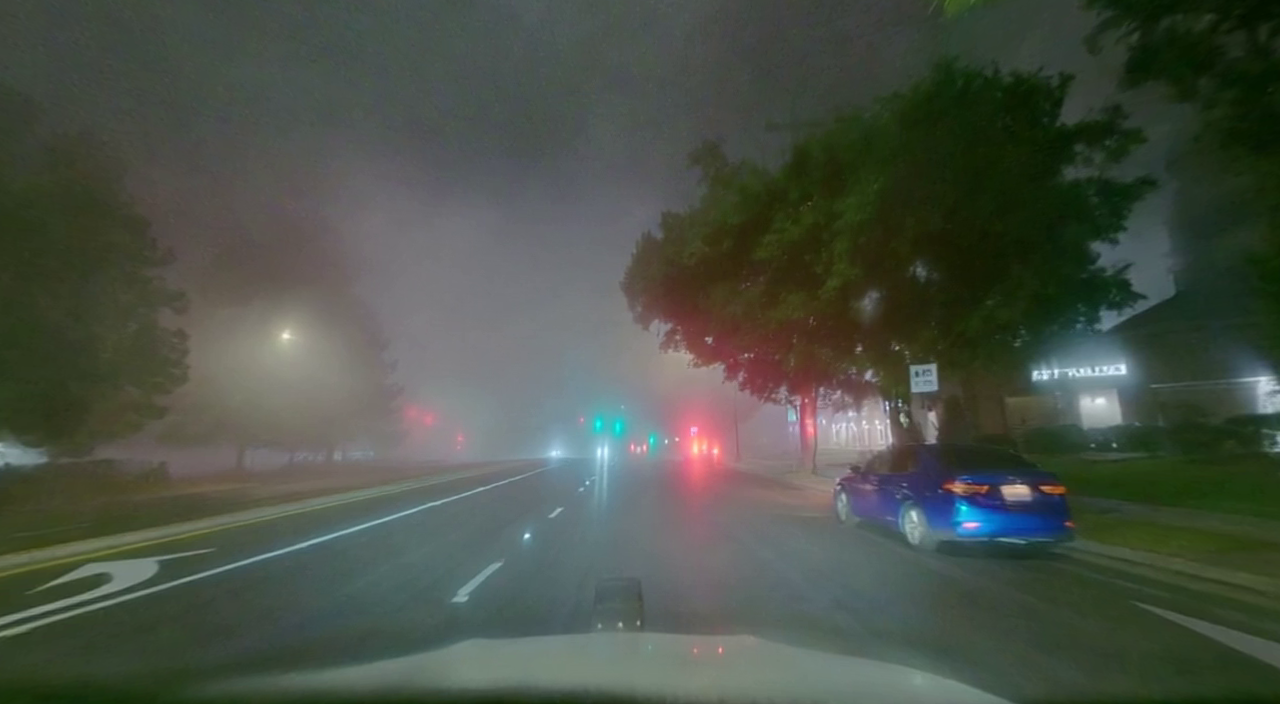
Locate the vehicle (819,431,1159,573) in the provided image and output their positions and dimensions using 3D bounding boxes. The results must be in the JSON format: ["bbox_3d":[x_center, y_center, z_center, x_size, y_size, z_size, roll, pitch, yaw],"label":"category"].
[{"bbox_3d":[4.325,1.920,9.015,2.093,1.446,4.761,0,-8,-1],"label":"vehicle"}]

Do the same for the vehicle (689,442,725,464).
[{"bbox_3d":[4.647,7.082,44.384,1.942,1.469,4.049,0,-9,-3],"label":"vehicle"}]
